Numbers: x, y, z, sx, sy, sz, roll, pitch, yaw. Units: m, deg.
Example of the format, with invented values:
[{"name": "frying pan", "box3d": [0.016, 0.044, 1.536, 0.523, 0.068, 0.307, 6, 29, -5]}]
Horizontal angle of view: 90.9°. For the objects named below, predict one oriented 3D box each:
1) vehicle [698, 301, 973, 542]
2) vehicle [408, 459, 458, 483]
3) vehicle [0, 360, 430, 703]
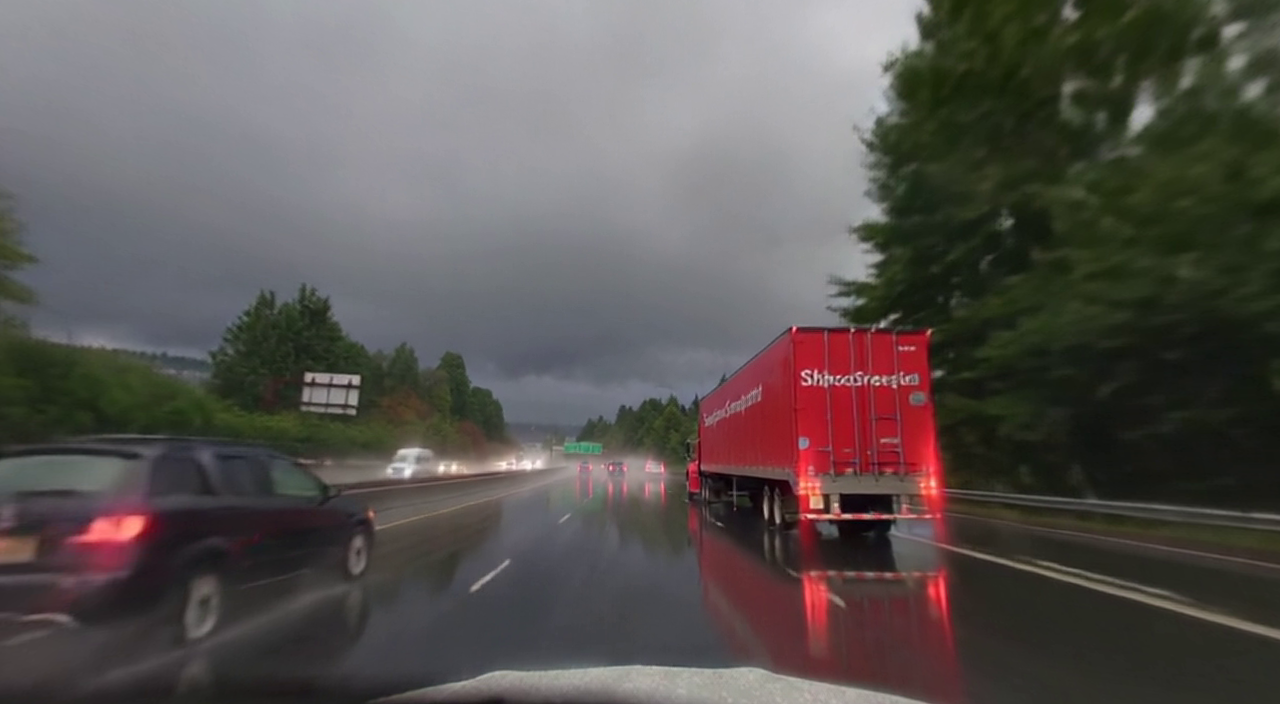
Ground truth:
[{"name": "vehicle", "box3d": [4.096, 2.444, 18.262, 2.992, 4.300, 13.967, 1, -10, -2]}, {"name": "vehicle", "box3d": [-13.785, 7.964, 42.212, 1.863, 1.466, 4.421, 1, -10, -1]}, {"name": "vehicle", "box3d": [-3.571, 1.323, 5.166, 2.070, 1.775, 4.646, 1, -10, 0]}]
